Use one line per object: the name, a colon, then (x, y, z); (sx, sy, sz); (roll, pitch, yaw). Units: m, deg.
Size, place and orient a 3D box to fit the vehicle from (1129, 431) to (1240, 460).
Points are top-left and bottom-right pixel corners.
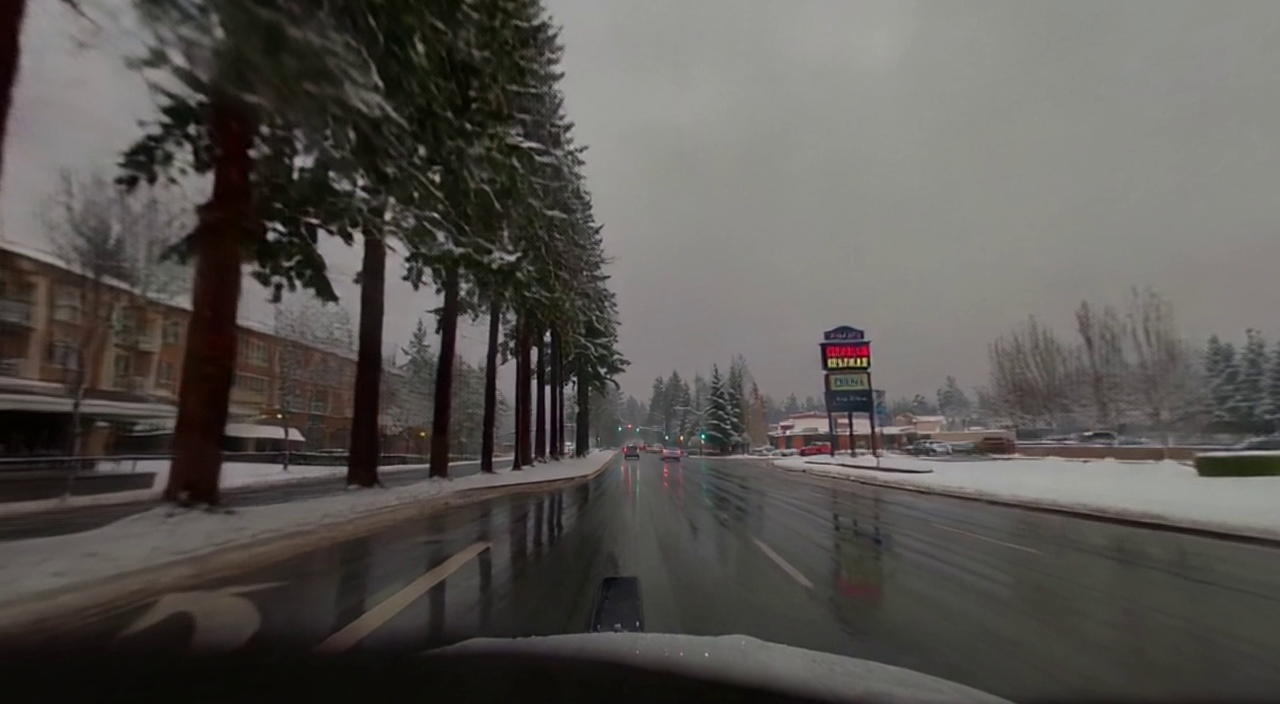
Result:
vehicle: (34.538, 5.938, 40.193); (2.054, 1.684, 4.845); (6, -10, -33)
